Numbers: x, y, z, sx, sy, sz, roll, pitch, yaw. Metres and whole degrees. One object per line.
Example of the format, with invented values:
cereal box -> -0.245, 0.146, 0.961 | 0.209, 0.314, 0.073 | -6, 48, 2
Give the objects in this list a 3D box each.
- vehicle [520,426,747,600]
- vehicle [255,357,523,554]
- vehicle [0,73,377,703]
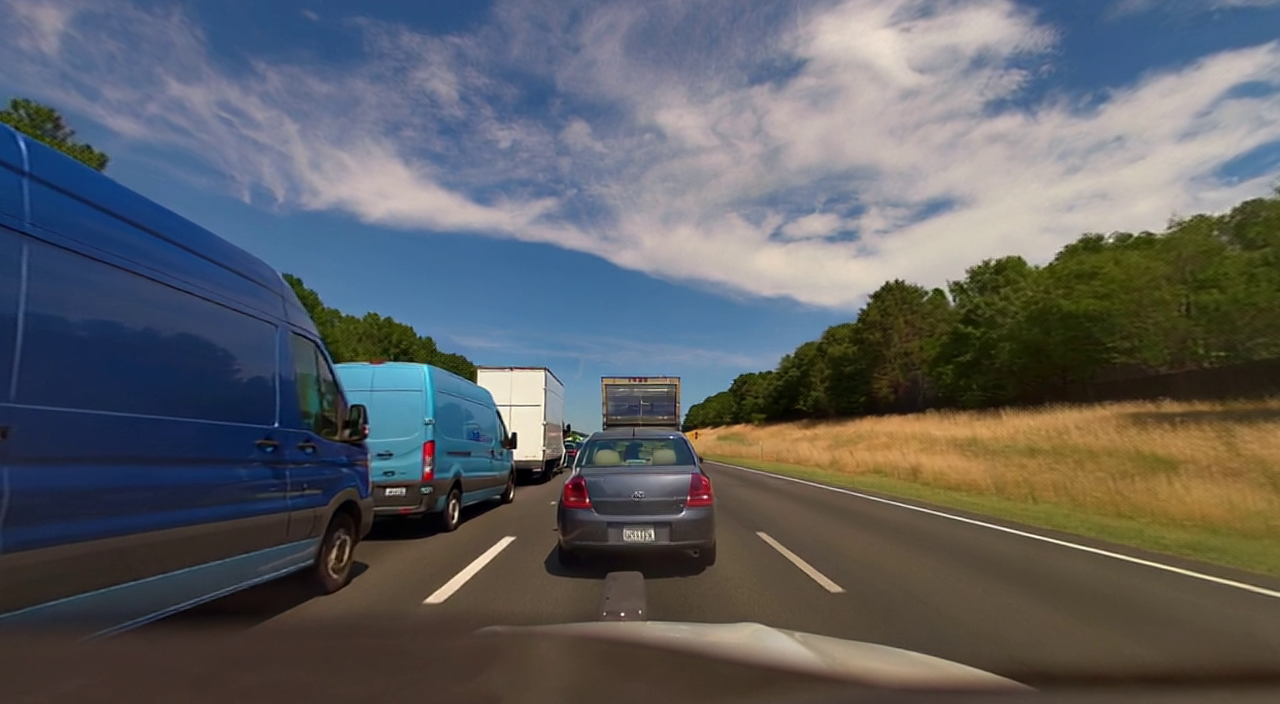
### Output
vehicle -> -0.100, 1.687, 7.331 | 1.995, 1.495, 3.380 | 0, -9, -1
vehicle -> -4.024, 1.911, 12.017 | 2.349, 2.643, 6.807 | 0, -9, -1
vehicle -> -4.052, 0.341, 3.755 | 2.254, 2.879, 6.656 | 0, -9, -2
